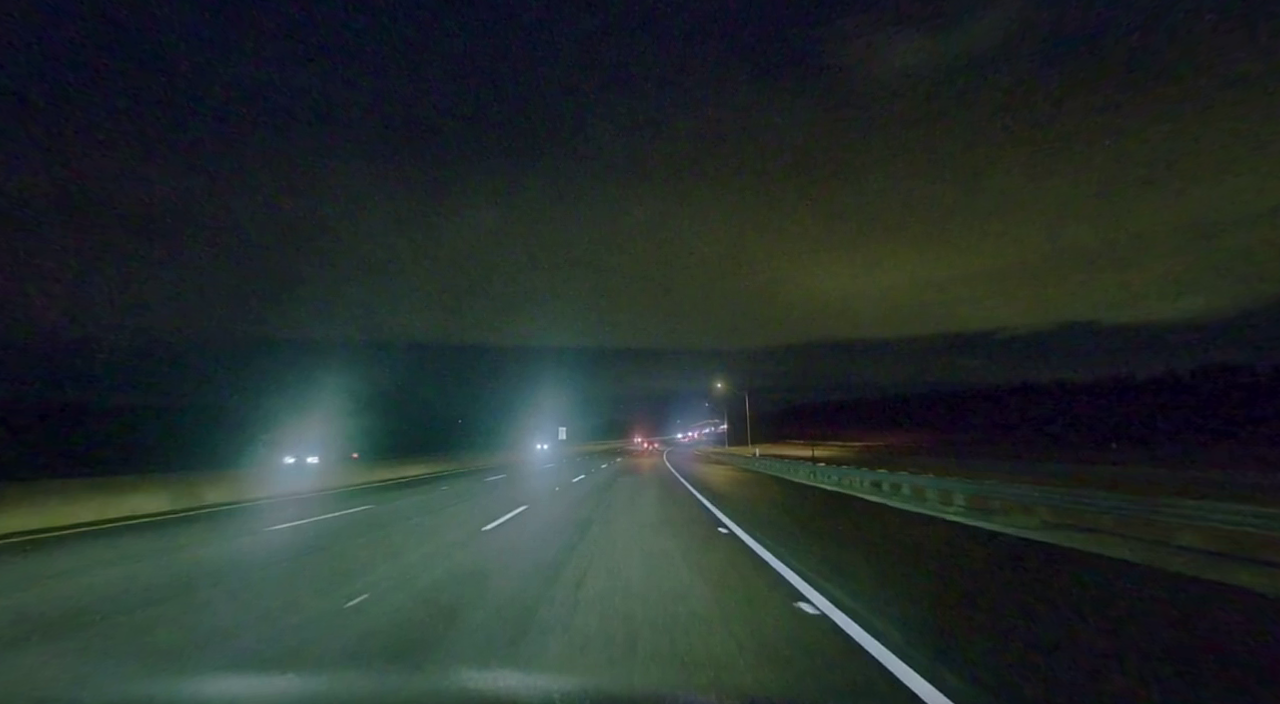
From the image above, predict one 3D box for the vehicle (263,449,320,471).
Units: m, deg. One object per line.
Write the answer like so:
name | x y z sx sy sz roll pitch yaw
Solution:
vehicle | -25.572 7.916 46.253 1.840 1.461 3.823 -1 -9 2
